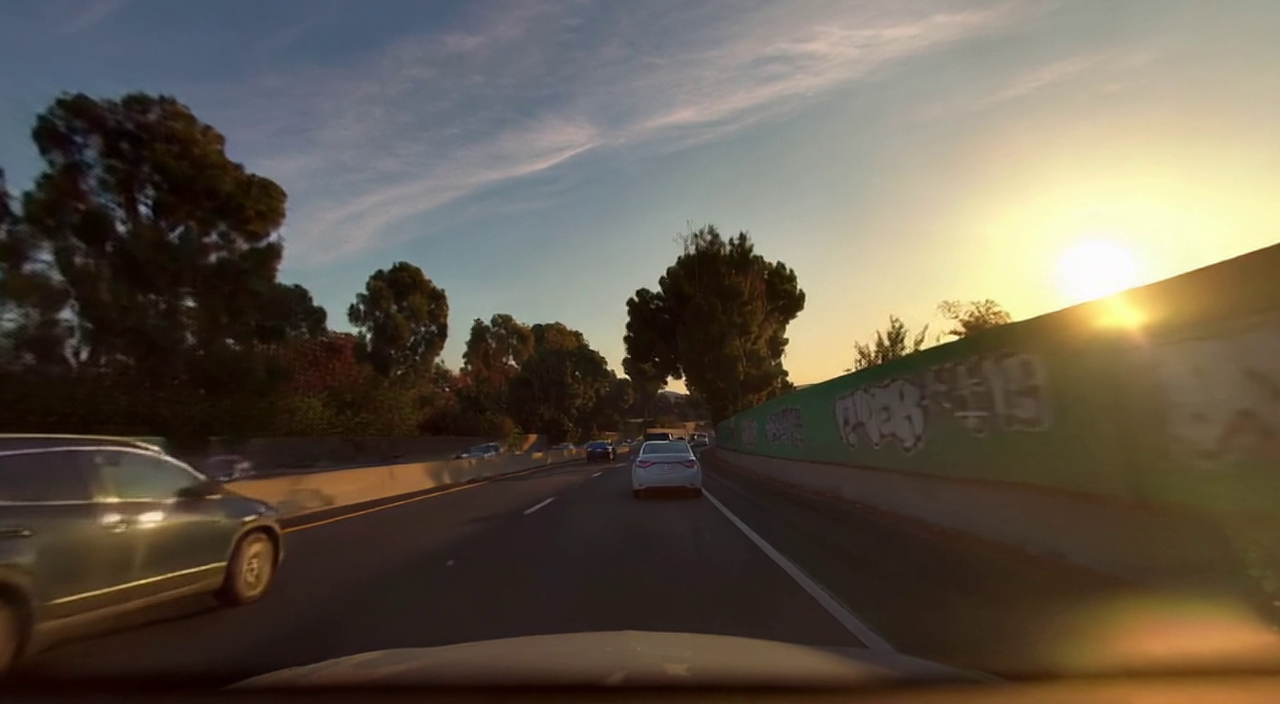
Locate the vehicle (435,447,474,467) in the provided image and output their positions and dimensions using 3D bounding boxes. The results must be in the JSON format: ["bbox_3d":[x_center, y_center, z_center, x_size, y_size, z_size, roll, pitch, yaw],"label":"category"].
[{"bbox_3d":[-14.123,8.022,48.077,1.692,1.413,3.747,0,-8,2],"label":"vehicle"}]

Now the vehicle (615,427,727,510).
[{"bbox_3d":[0.587,2.451,13.686,2.077,1.533,3.854,0,-8,0],"label":"vehicle"}]

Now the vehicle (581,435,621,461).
[{"bbox_3d":[-2.410,6.088,39.918,2.105,1.571,3.727,-1,-8,4],"label":"vehicle"}]

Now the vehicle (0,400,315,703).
[{"bbox_3d":[-3.923,1.040,3.407,2.059,1.471,4.152,0,-8,1],"label":"vehicle"}]
